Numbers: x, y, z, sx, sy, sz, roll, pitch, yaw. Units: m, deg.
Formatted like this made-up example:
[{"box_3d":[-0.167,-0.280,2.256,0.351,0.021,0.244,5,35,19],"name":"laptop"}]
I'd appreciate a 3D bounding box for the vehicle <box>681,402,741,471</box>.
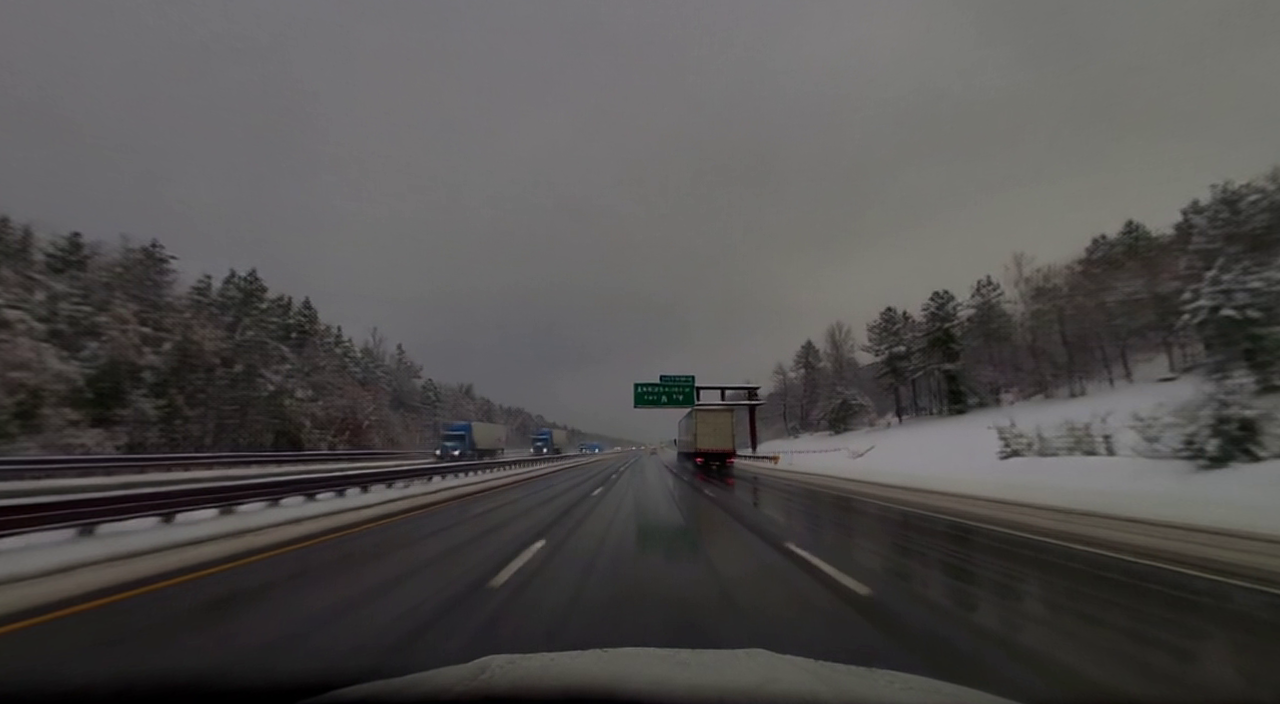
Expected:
[{"box_3d":[4.671,6.108,44.585,2.784,4.080,13.516,-1,-9,0],"name":"vehicle"}]
